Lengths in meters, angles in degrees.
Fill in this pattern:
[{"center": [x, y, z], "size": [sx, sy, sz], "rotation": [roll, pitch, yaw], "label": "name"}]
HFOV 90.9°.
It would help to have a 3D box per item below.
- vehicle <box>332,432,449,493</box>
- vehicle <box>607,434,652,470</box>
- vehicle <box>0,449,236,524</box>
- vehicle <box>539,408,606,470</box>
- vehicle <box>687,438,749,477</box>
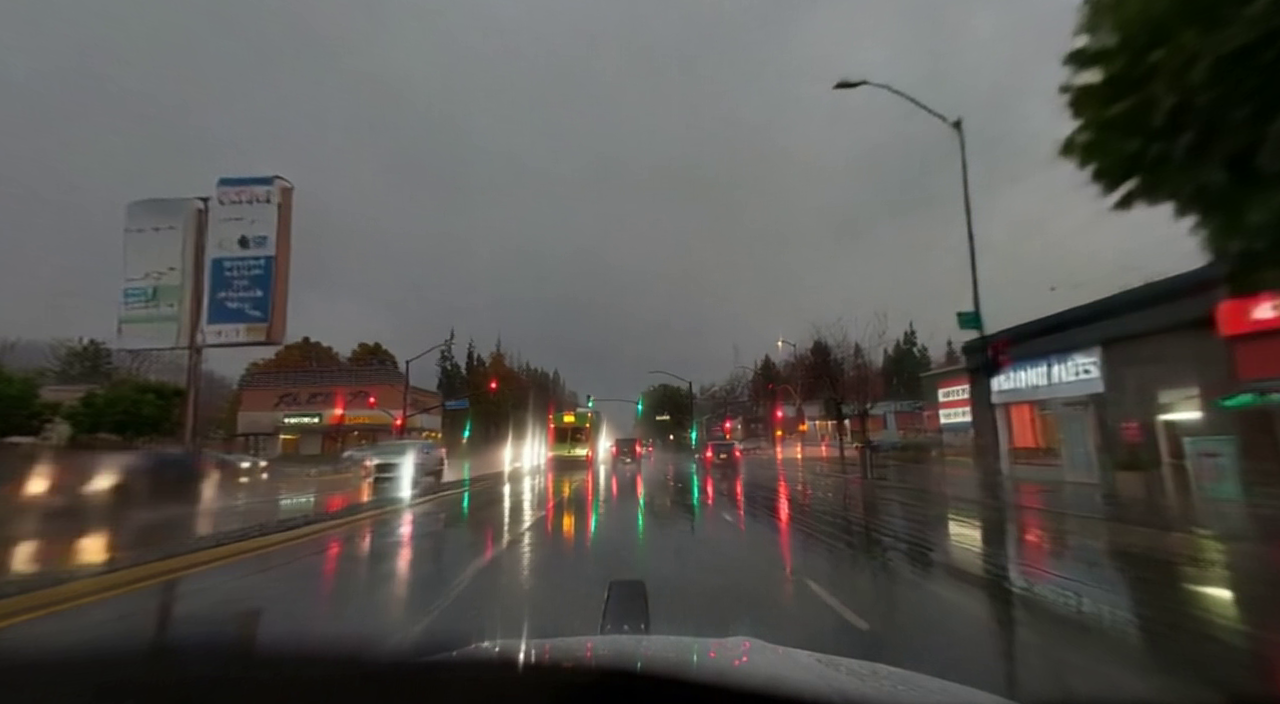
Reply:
[{"center": [-8.411, 3.745, 21.855], "size": [2.154, 1.832, 4.820], "rotation": [0, -8, -1], "label": "vehicle"}, {"center": [-0.625, 5.447, 34.596], "size": [2.301, 1.837, 4.411], "rotation": [0, -8, -2], "label": "vehicle"}, {"center": [-12.146, 3.086, 15.098], "size": [1.877, 1.431, 4.621], "rotation": [0, -8, -1], "label": "vehicle"}, {"center": [-3.887, 5.547, 40.072], "size": [3.018, 3.217, 13.998], "rotation": [0, -8, -1], "label": "vehicle"}, {"center": [3.267, 4.506, 27.280], "size": [2.046, 1.540, 3.883], "rotation": [0, -8, -2], "label": "vehicle"}]
